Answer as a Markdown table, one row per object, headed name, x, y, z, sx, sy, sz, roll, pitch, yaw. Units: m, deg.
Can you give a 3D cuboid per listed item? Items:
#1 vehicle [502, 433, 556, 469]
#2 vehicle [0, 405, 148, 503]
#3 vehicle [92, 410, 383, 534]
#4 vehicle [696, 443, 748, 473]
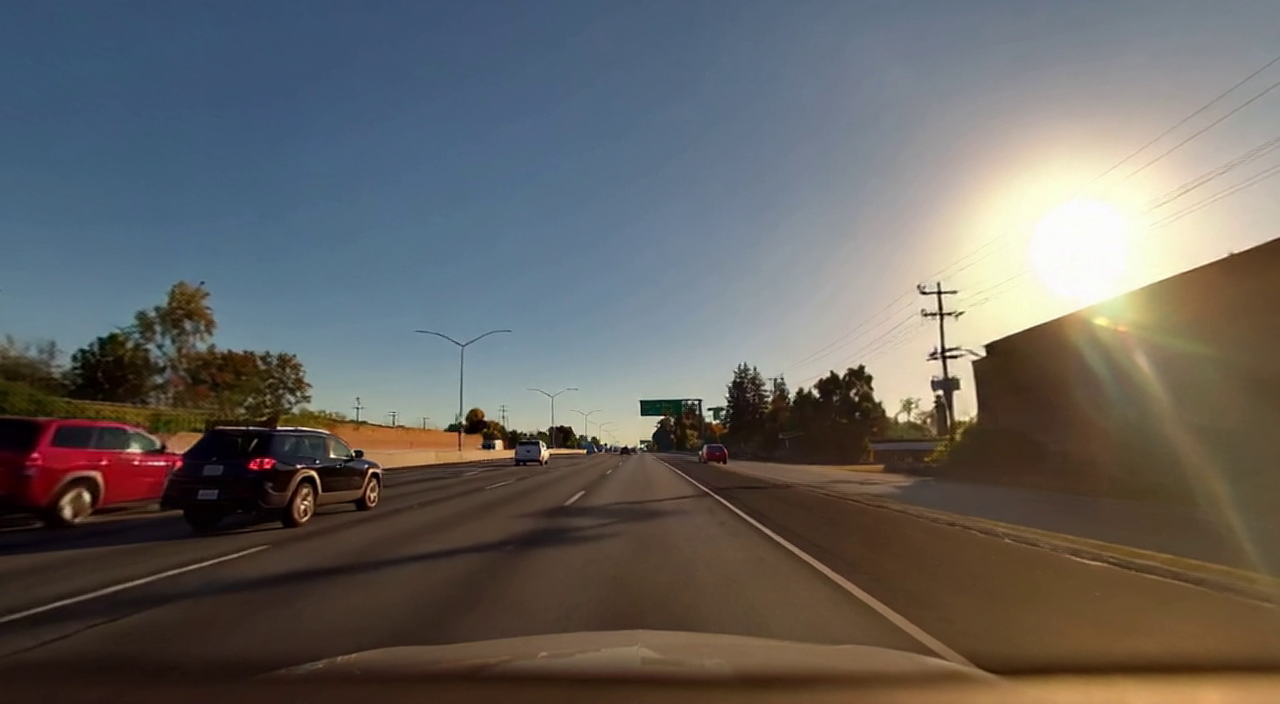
| name | x | y | z | sx | sy | sz | roll | pitch | yaw |
| --- | --- | --- | --- | --- | --- | --- | --- | --- | --- |
| vehicle | -6.448 | 5.820 | 37.100 | 2.255 | 1.934 | 4.868 | 0 | -9 | 0 |
| vehicle | -13.814 | 2.139 | 13.307 | 2.162 | 1.922 | 5.732 | 0 | -9 | 0 |
| vehicle | -6.543 | 2.015 | 11.091 | 2.058 | 1.698 | 4.567 | 0 | -9 | 0 |
| vehicle | 4.507 | 5.920 | 35.455 | 2.251 | 1.520 | 4.550 | 1 | -9 | -1 |
